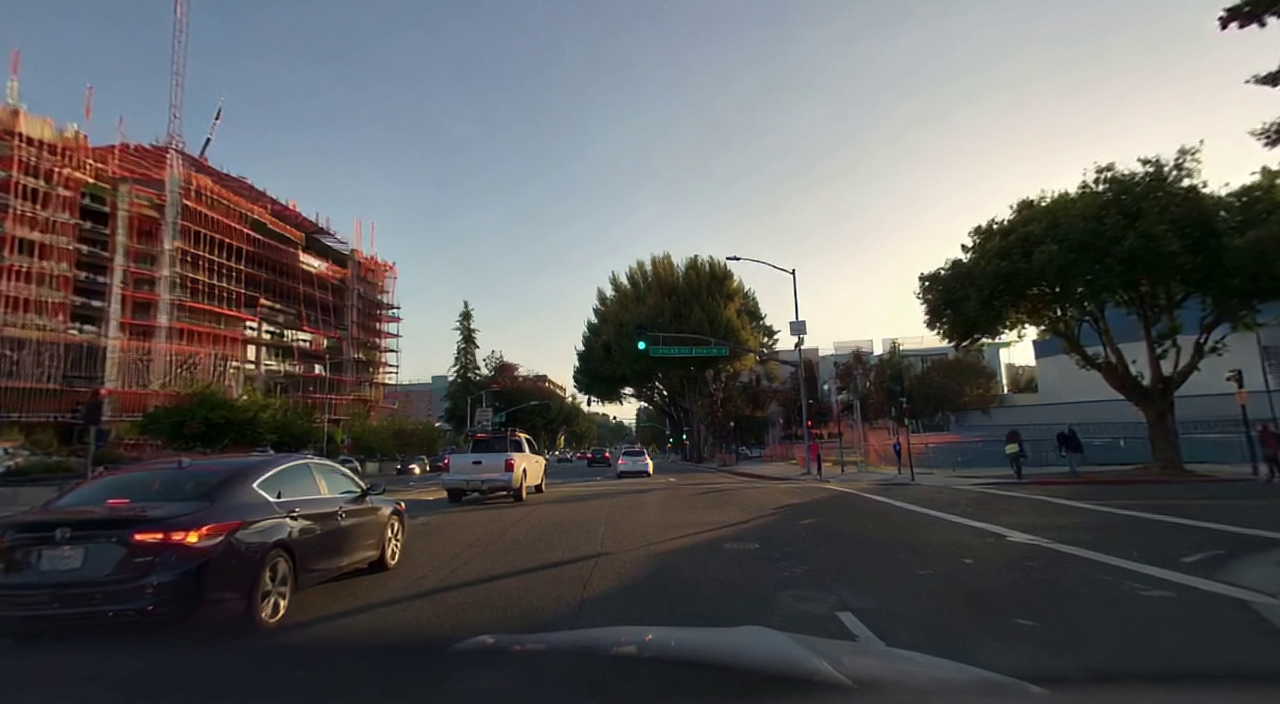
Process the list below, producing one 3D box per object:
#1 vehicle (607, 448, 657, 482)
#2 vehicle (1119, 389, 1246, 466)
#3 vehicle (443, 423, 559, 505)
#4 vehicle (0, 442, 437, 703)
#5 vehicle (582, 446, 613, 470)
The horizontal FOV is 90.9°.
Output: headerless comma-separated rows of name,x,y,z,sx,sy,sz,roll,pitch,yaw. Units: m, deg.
vehicle,-0.363,5.180,29.172,2.171,1.422,4.146,0,-9,-1
vehicle,32.852,4.689,38.719,3.103,4.140,8.643,-4,-9,23
vehicle,-3.822,3.188,18.368,2.240,2.054,4.662,0,-9,1
vehicle,-3.450,1.492,5.336,1.959,1.406,4.527,0,-9,0
vehicle,-3.151,7.980,47.570,2.047,1.664,4.148,0,-9,1
